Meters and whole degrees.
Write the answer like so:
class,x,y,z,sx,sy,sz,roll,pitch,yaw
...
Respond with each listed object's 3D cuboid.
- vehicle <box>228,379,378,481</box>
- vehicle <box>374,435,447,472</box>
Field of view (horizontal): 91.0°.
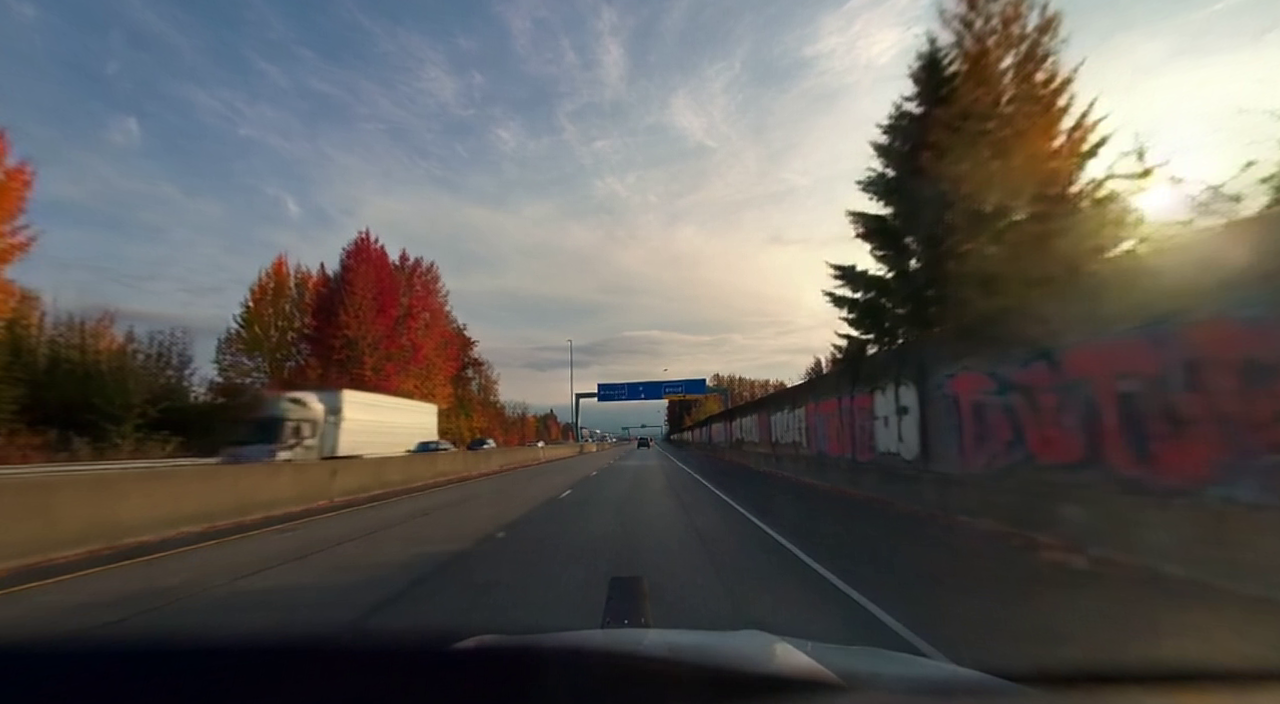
class,x,y,z,sx,sy,sz,roll,pitch,yaw
vehicle,-14.614,3.502,28.024,3.053,3.994,6.354,0,-8,0
vehicle,-10.292,4.578,28.530,1.824,1.535,3.900,0,-8,0
